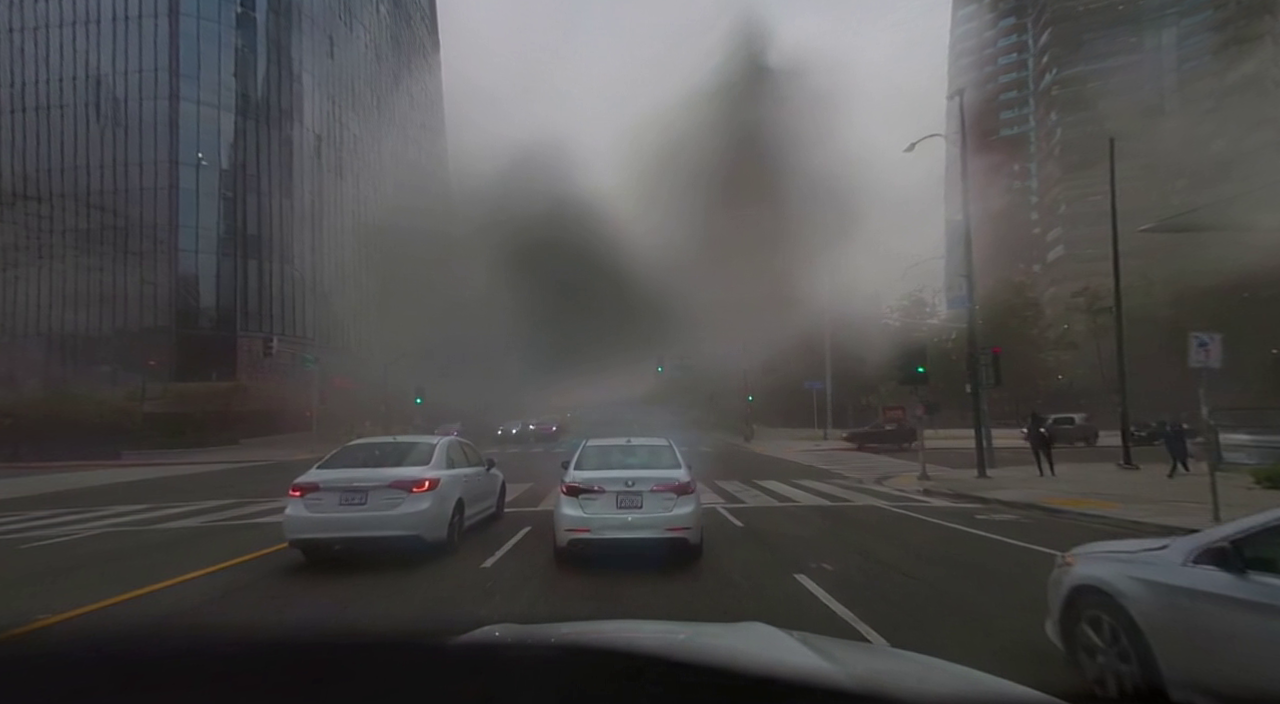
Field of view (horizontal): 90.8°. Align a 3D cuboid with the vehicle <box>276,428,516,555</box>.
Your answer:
[{"bbox_3d":[-3.328,1.986,9.814,1.995,1.479,4.627,0,-8,-2],"label":"vehicle"}]

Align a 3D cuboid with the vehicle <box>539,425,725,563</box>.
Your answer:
[{"bbox_3d":[-0.154,1.826,8.842,2.016,1.478,3.795,0,-8,-2],"label":"vehicle"}]

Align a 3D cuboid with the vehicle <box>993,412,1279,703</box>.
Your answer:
[{"bbox_3d":[3.048,0.835,1.481,1.915,1.434,4.175,0,-8,-2],"label":"vehicle"}]

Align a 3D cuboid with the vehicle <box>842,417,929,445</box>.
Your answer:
[{"bbox_3d":[17.195,5.621,44.479,5.201,1.894,2.178,1,-8,-5],"label":"vehicle"}]
